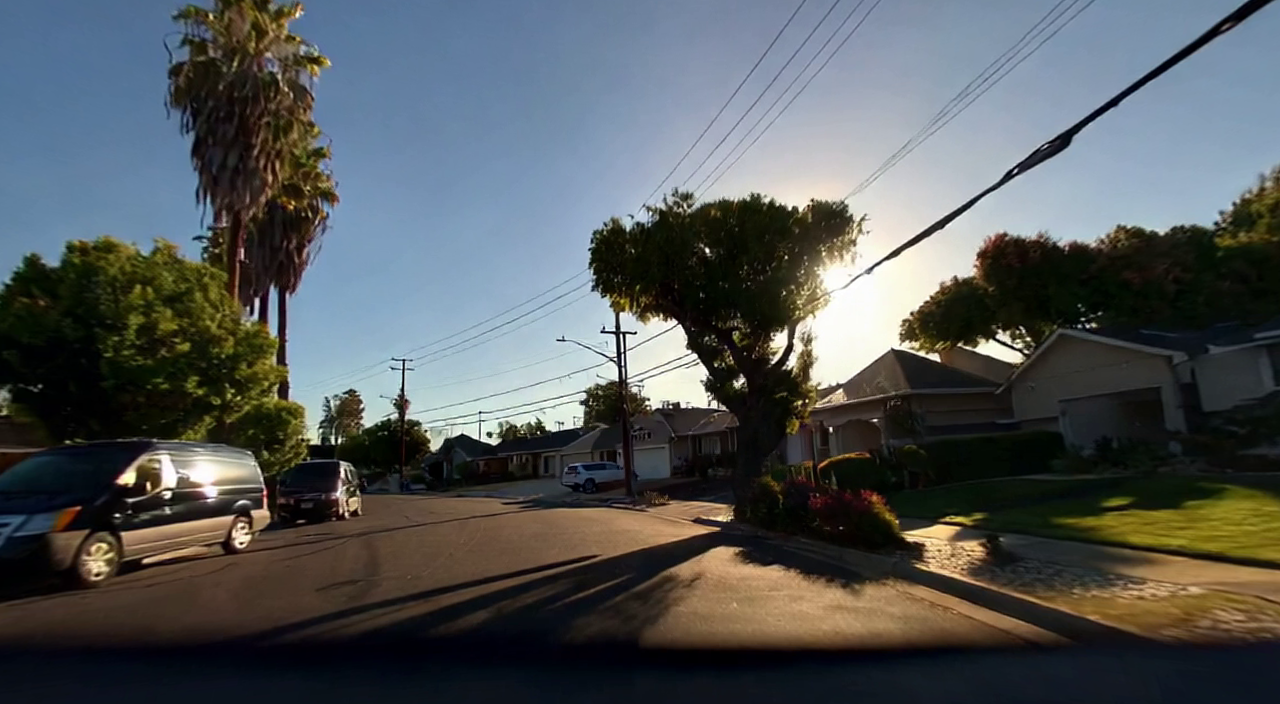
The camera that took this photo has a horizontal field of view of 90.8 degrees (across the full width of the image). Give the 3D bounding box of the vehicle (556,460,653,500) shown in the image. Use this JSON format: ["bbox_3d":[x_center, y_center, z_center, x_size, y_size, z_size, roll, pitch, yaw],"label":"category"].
[{"bbox_3d":[-2.030,7.367,36.863,5.102,2.040,2.472,6,-10,-33],"label":"vehicle"}]

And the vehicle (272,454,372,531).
[{"bbox_3d":[-11.038,4.854,22.455,2.552,2.134,6.076,0,-10,-21],"label":"vehicle"}]

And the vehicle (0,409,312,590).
[{"bbox_3d":[-7.904,2.481,10.339,2.677,2.033,6.011,-2,-14,-9],"label":"vehicle"}]
